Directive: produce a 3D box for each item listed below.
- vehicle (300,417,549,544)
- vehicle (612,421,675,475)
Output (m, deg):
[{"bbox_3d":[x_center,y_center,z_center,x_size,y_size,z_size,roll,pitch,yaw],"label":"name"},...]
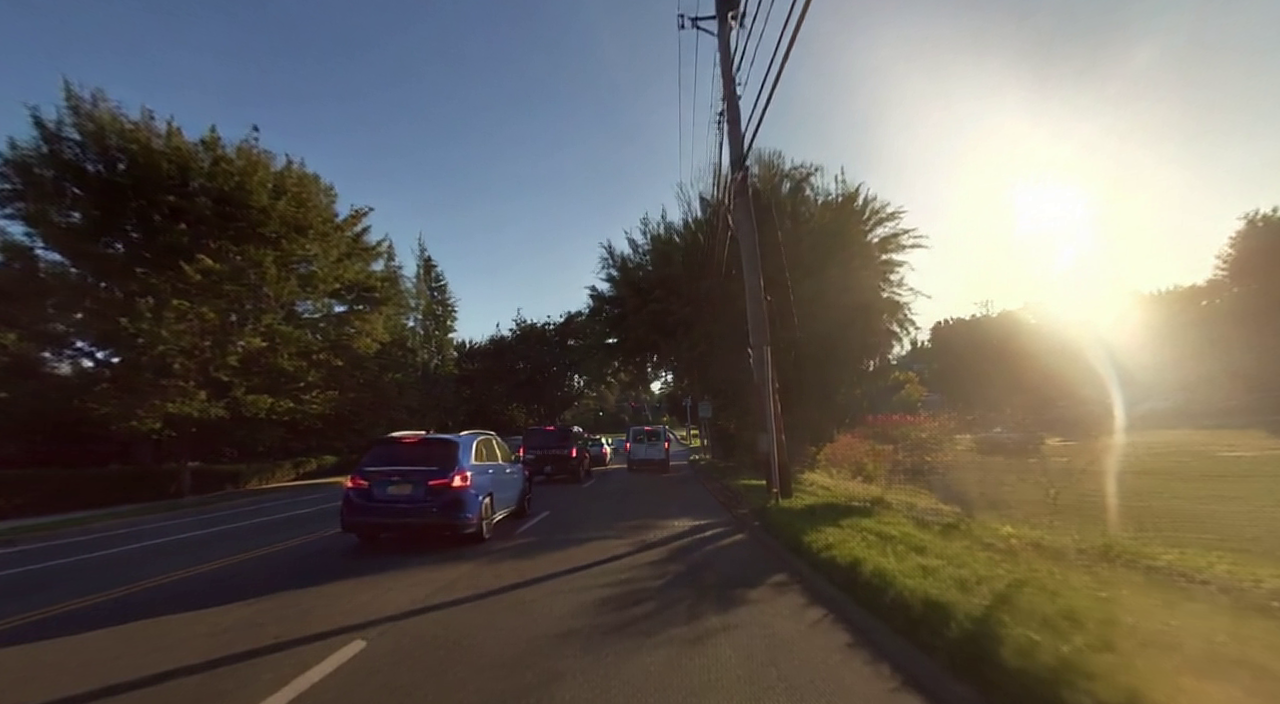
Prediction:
[{"bbox_3d":[-3.020,1.931,10.221,2.180,1.546,4.755,0,-8,3],"label":"vehicle"},{"bbox_3d":[0.218,3.768,24.790,2.241,1.912,4.095,-1,-8,3],"label":"vehicle"}]
